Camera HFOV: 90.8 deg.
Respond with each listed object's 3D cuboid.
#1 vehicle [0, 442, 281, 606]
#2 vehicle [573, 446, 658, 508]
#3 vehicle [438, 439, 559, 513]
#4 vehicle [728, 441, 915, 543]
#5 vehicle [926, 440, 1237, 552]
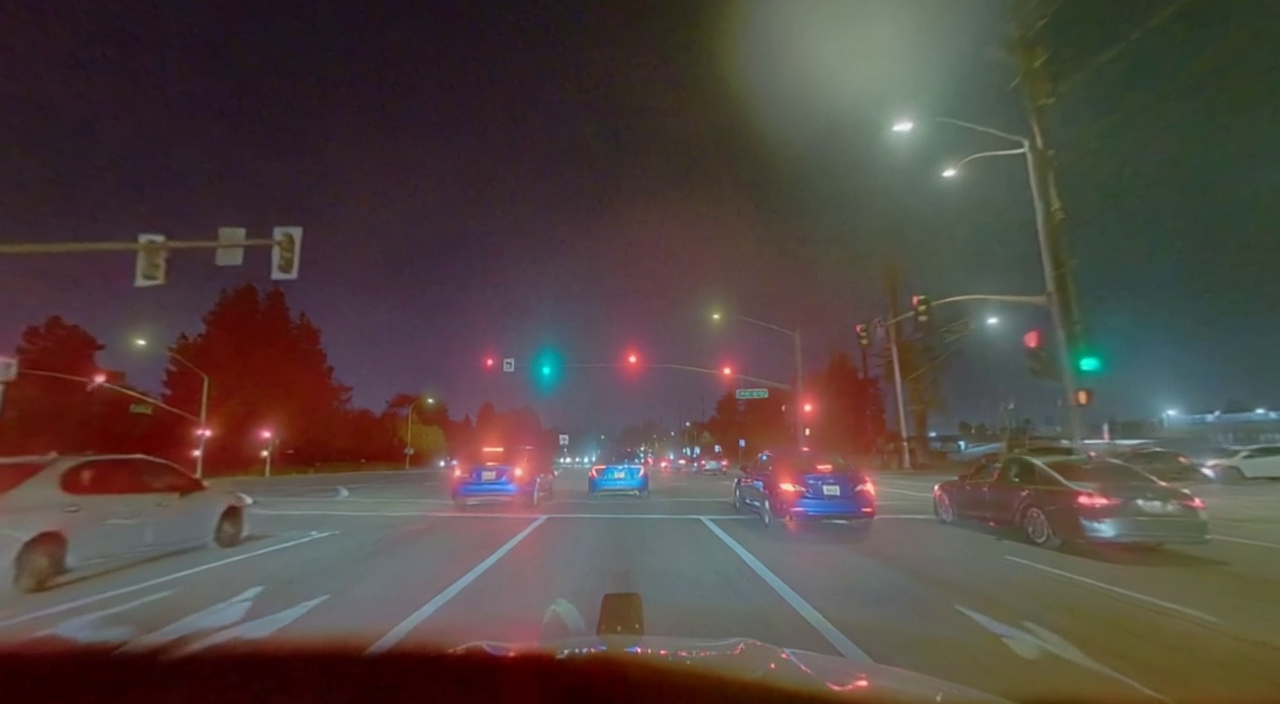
[{"bbox_3d":[-6.719,1.763,7.206,2.032,1.448,5.500,0,-8,0],"label":"vehicle"},{"bbox_3d":[-0.602,3.346,17.513,2.065,1.464,4.216,0,-8,0],"label":"vehicle"},{"bbox_3d":[-3.415,3.071,16.220,2.073,1.606,4.364,0,-8,0],"label":"vehicle"},{"bbox_3d":[3.031,2.421,11.750,2.053,1.490,4.464,0,-8,-1],"label":"vehicle"},{"bbox_3d":[6.897,2.236,10.662,2.004,1.455,4.417,0,-8,-1],"label":"vehicle"}]
